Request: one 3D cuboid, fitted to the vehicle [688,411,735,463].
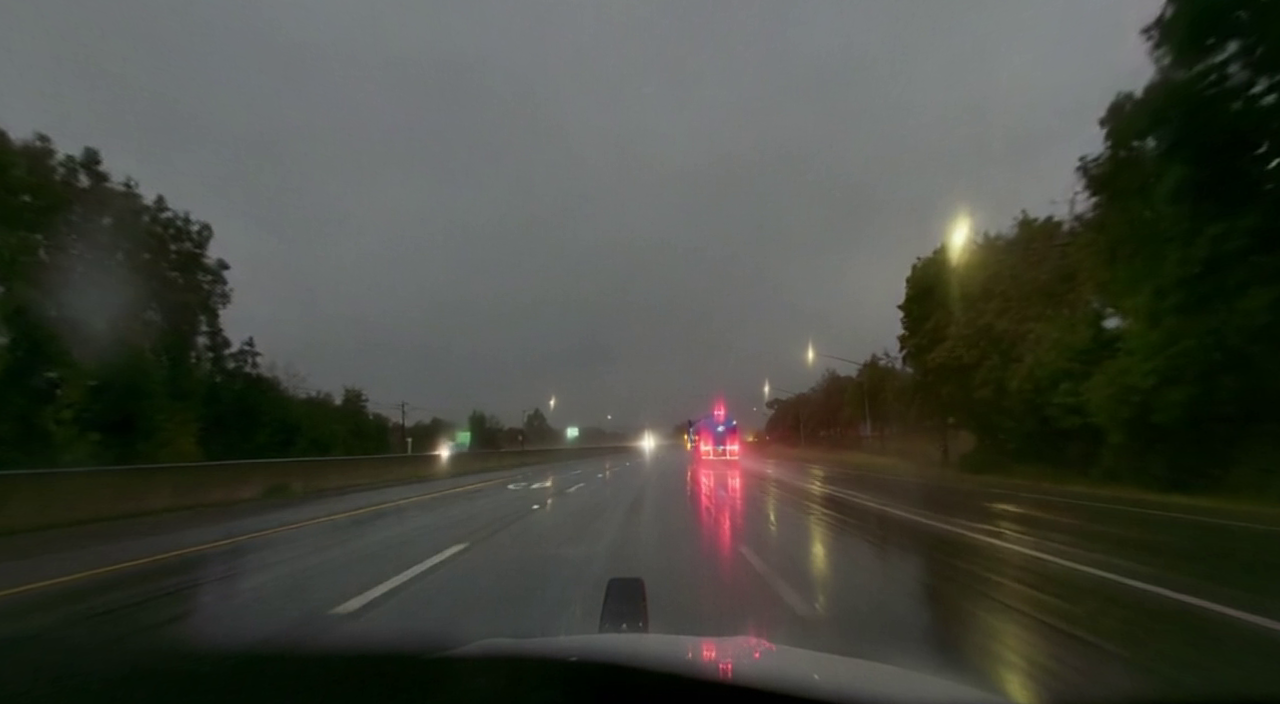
[{"bbox_3d":[5.370,6.611,48.879,3.034,3.651,8.256,-1,-9,3],"label":"vehicle"}]
